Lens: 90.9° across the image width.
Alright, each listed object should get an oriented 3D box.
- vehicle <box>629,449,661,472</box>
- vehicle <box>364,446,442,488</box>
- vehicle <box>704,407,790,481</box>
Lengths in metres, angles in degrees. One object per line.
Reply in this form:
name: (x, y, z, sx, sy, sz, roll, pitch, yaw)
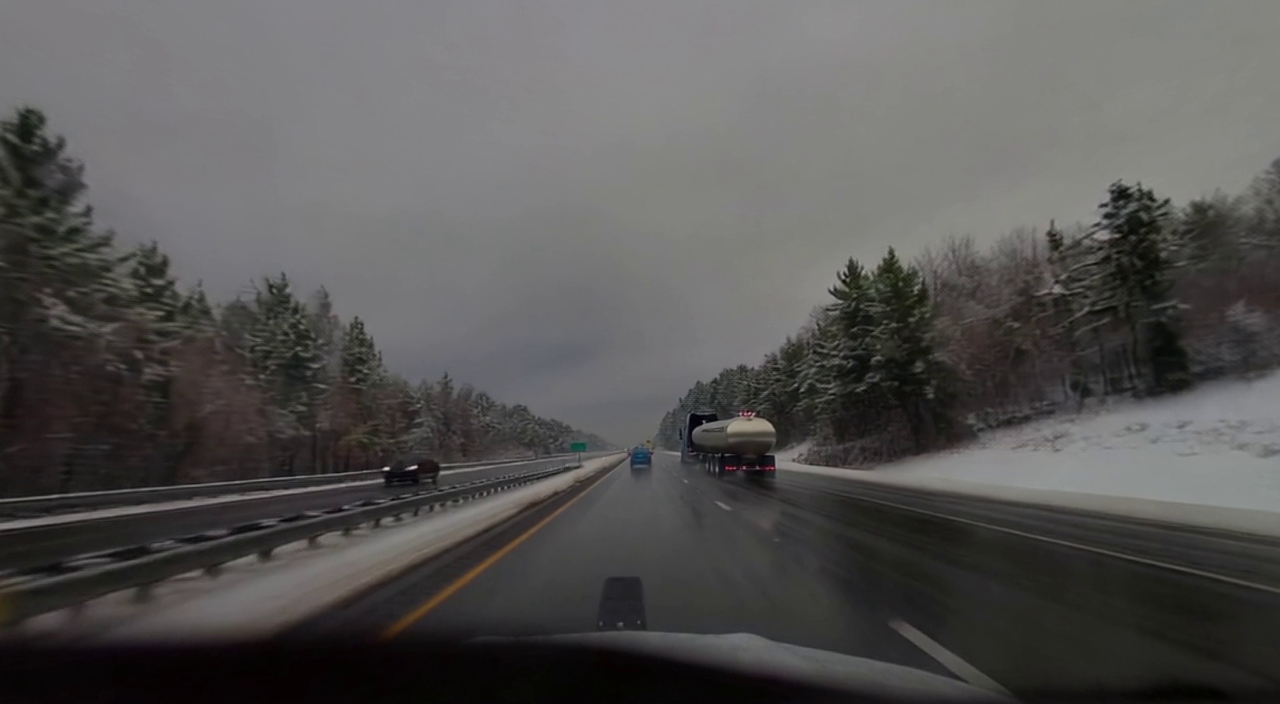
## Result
vehicle: (0.282, 6.875, 40.072, 1.926, 1.386, 3.615, 0, -9, 0)
vehicle: (-12.096, 5.890, 32.563, 2.050, 1.959, 4.928, 0, -9, 0)
vehicle: (4.791, 4.374, 29.796, 2.718, 3.034, 7.395, 0, -9, 0)
